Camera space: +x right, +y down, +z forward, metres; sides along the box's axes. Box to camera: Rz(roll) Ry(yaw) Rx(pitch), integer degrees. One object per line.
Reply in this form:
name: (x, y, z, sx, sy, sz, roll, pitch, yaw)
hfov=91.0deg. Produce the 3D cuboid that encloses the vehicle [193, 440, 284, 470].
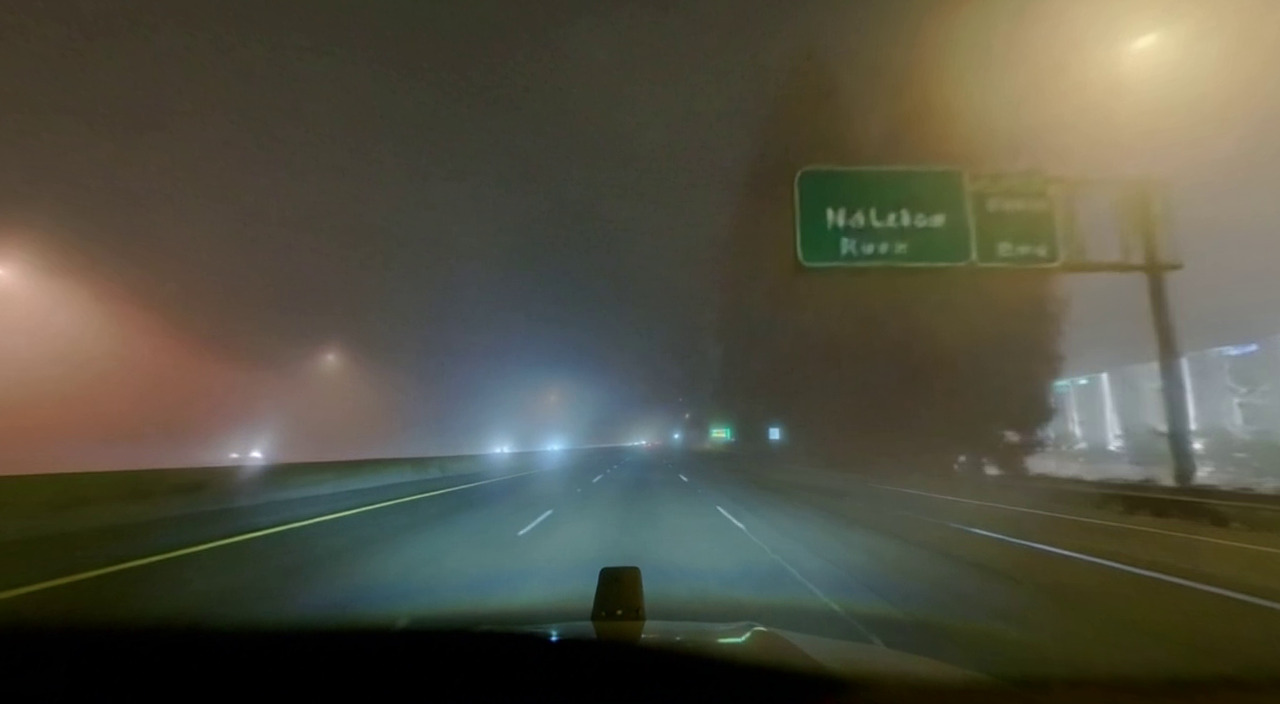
vehicle: (-27.480, 7.077, 43.429, 2.244, 1.913, 5.868, 0, -9, 1)
